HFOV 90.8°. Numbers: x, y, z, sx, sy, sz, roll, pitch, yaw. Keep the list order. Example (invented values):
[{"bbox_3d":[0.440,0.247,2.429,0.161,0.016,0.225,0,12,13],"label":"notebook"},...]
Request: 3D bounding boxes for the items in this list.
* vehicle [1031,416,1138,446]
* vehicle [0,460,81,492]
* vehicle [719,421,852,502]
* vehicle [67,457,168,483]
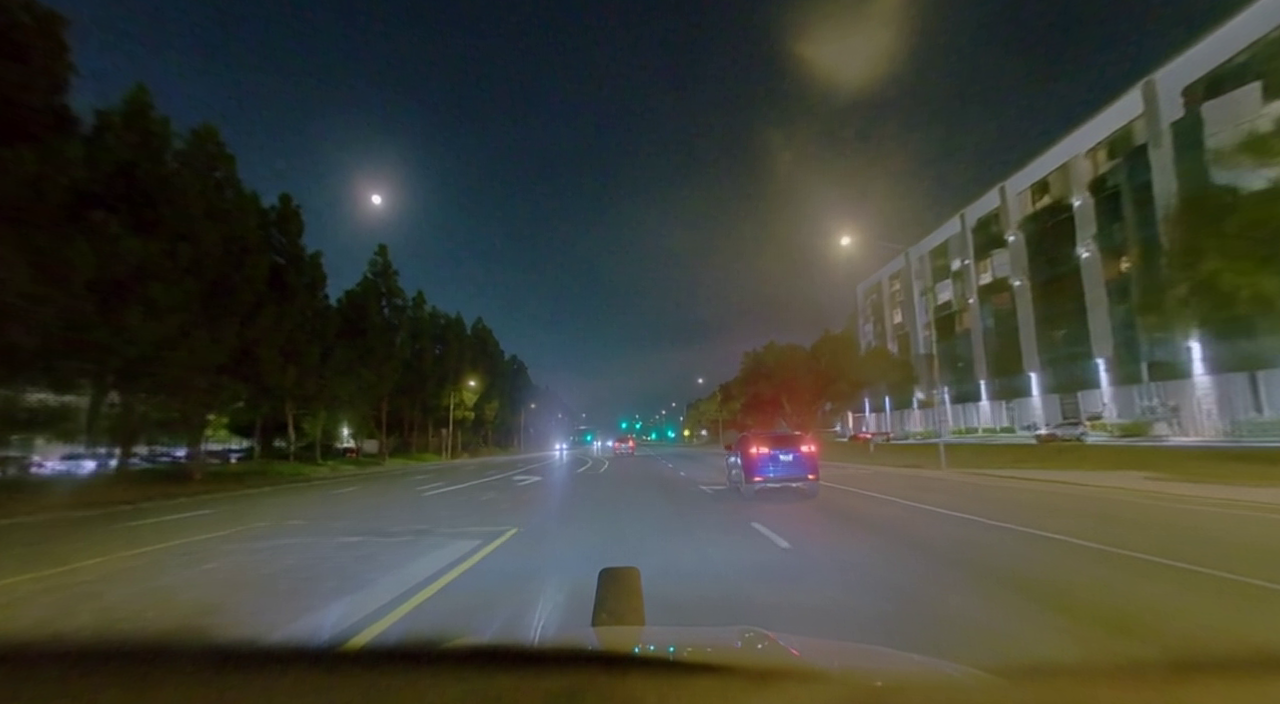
[{"bbox_3d":[34.157,6.092,48.660,6.681,2.063,2.342,-1,-7,-6],"label":"vehicle"},{"bbox_3d":[-30.859,6.141,31.302,4.415,1.418,1.961,0,-8,-1],"label":"vehicle"},{"bbox_3d":[3.293,2.569,15.265,2.060,1.665,4.284,0,-8,-2],"label":"vehicle"},{"bbox_3d":[-30.507,6.902,36.986,4.070,1.399,2.041,0,-8,0],"label":"vehicle"}]
